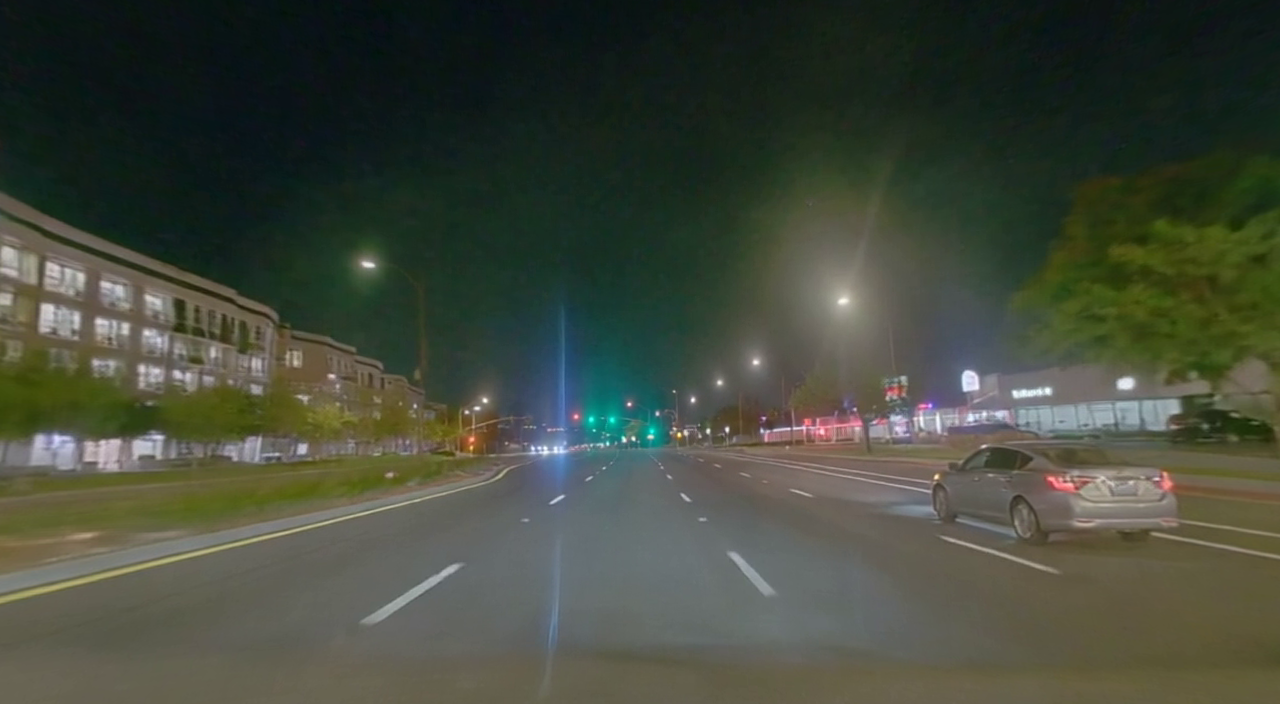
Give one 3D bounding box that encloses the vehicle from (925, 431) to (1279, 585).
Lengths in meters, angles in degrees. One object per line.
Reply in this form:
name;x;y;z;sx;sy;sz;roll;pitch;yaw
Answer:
vehicle;5.944;1.870;8.513;2.070;1.491;4.575;0;-9;0
